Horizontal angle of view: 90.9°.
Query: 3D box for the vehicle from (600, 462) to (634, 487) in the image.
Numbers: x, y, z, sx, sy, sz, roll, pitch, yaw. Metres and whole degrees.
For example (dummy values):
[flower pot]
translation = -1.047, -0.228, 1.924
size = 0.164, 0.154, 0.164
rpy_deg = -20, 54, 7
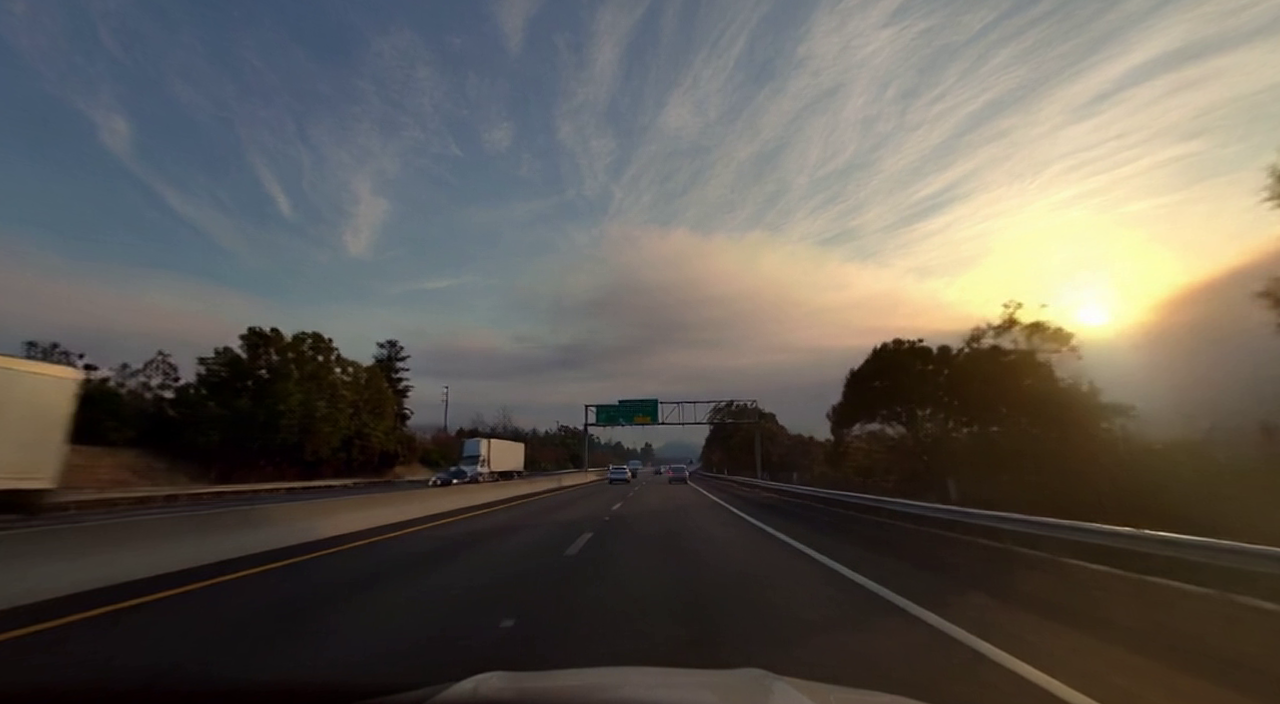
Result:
[vehicle]
translation = -1.668, 9.109, 47.008
size = 2.160, 1.721, 4.368
rpy_deg = 0, -11, 3
